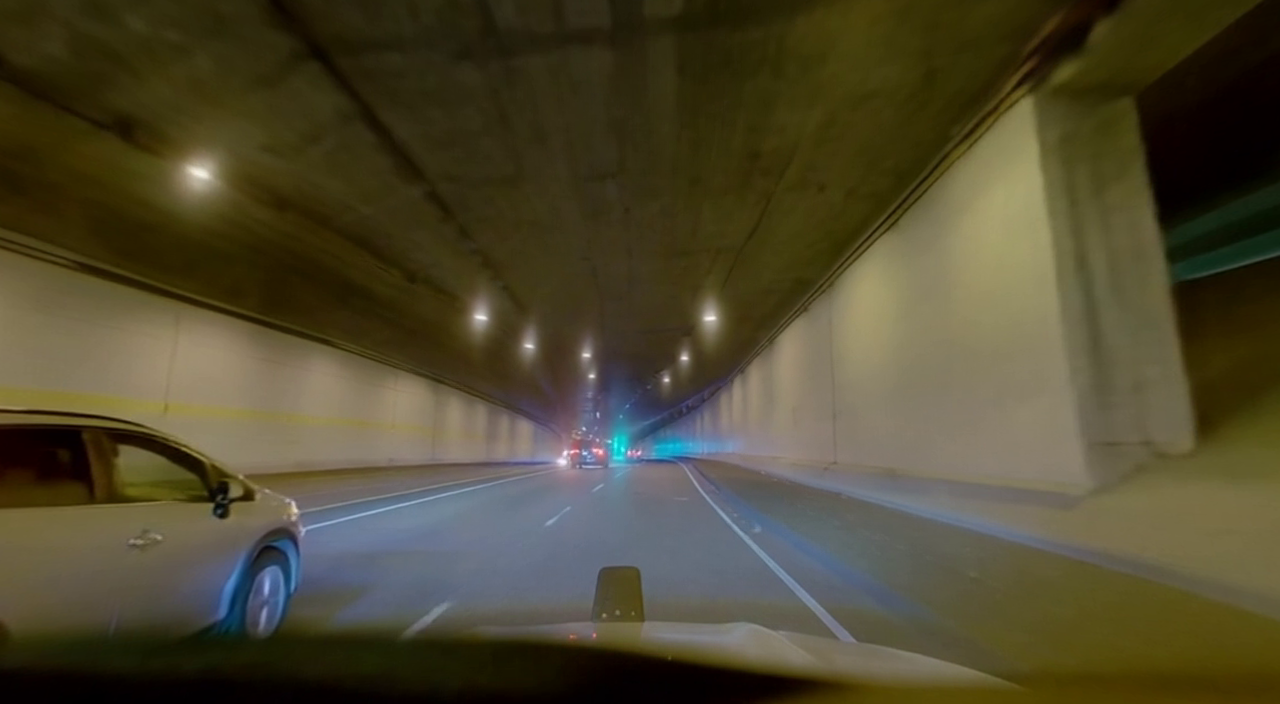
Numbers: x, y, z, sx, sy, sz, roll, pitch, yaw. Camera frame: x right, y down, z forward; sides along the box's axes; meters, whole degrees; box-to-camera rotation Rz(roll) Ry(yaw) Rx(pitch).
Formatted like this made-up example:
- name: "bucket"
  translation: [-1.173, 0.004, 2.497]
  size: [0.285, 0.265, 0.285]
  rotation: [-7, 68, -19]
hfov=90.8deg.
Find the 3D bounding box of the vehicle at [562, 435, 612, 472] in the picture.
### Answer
- name: "vehicle"
  translation: [-2.552, 5.062, 31.696]
  size: [1.961, 1.725, 4.315]
  rotation: [-1, -8, 2]
